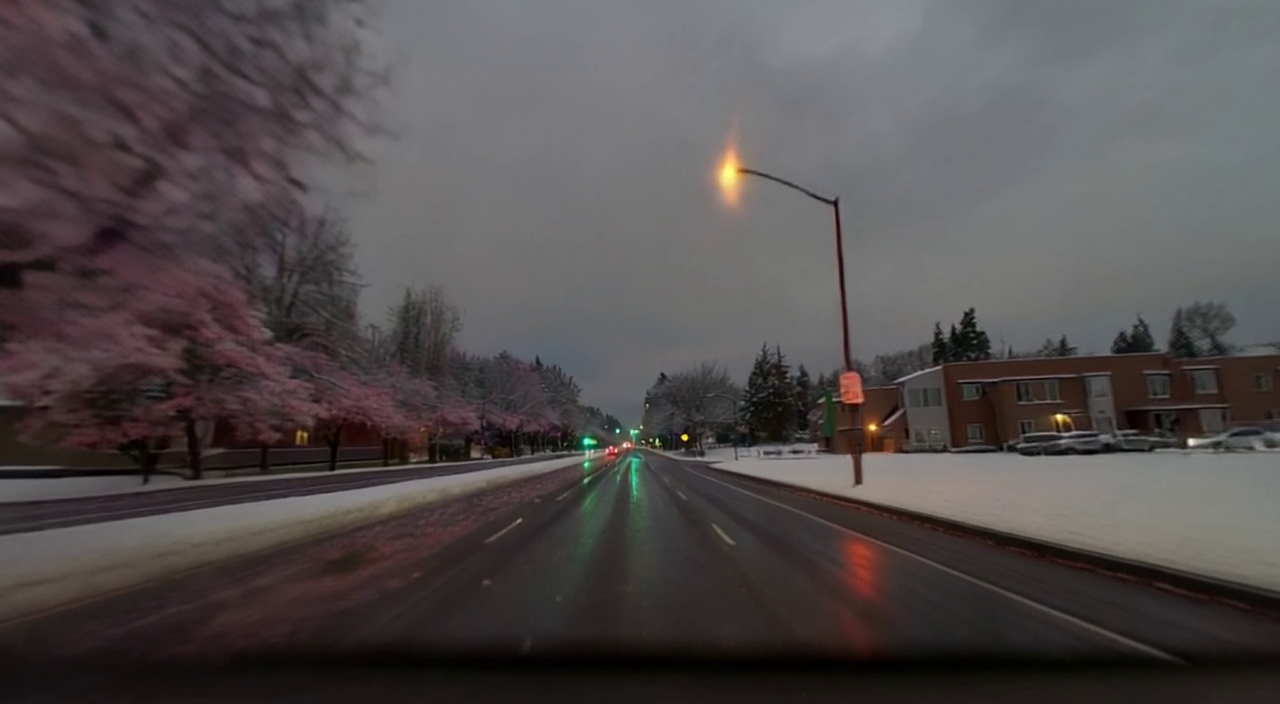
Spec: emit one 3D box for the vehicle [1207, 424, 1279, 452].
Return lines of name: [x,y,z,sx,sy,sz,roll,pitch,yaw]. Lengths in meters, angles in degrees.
vehicle: [36.476,5.079,37.278,1.830,1.515,4.462,0,-8,1]
